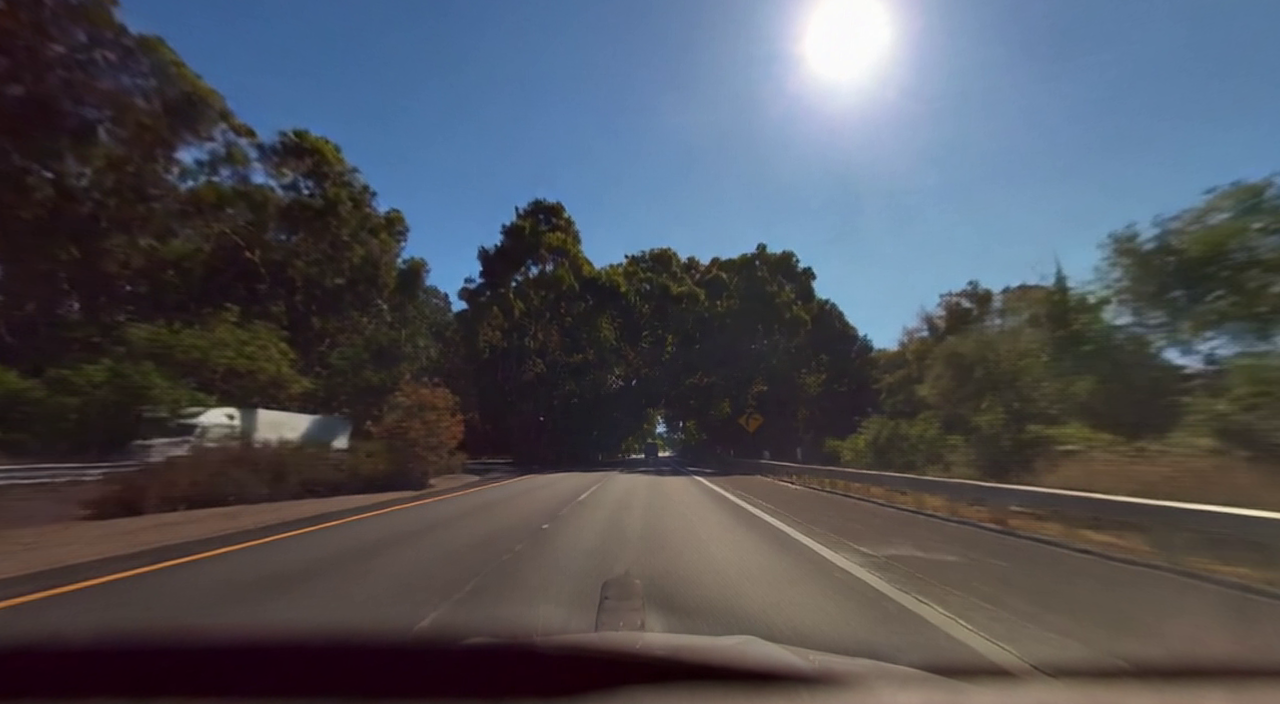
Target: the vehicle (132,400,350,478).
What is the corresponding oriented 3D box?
[{"bbox_3d":[-24.371,5.803,40.949,2.831,3.977,17.130,0,-9,1],"label":"vehicle"}]
